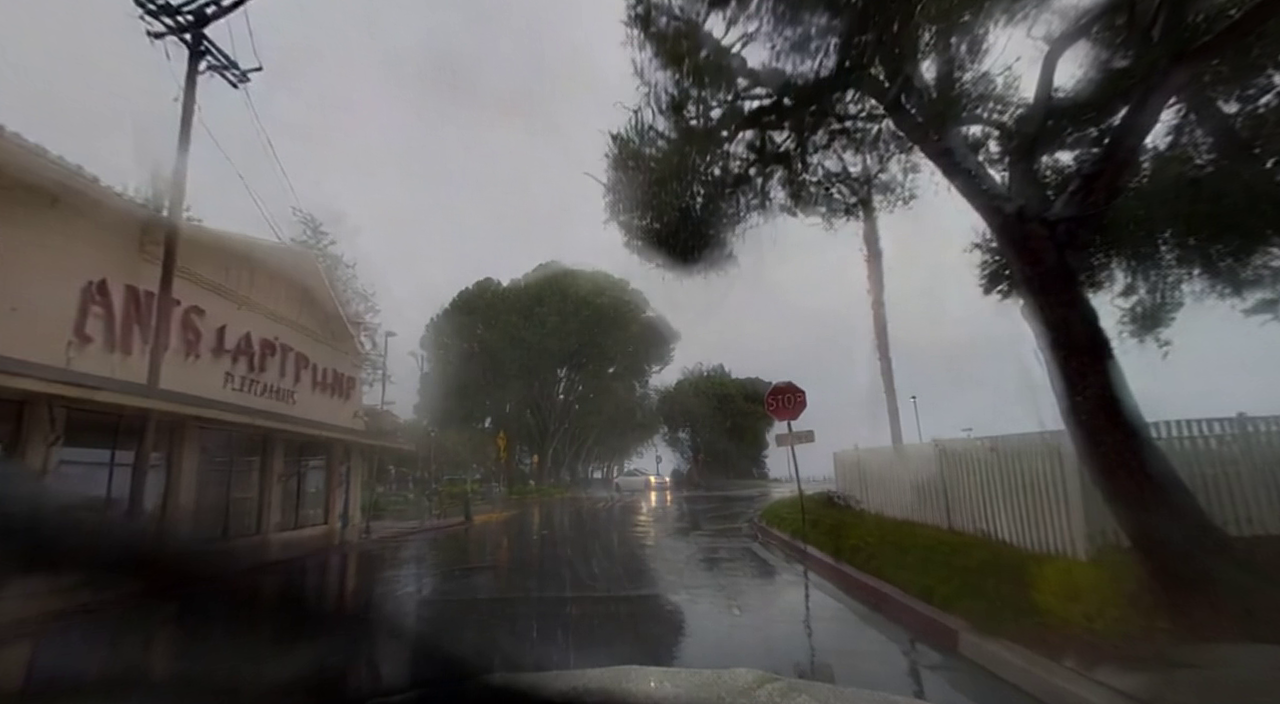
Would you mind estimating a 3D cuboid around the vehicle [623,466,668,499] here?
[{"bbox_3d":[0.199,7.192,35.188,2.112,1.479,5.323,0,-8,-4],"label":"vehicle"}]
